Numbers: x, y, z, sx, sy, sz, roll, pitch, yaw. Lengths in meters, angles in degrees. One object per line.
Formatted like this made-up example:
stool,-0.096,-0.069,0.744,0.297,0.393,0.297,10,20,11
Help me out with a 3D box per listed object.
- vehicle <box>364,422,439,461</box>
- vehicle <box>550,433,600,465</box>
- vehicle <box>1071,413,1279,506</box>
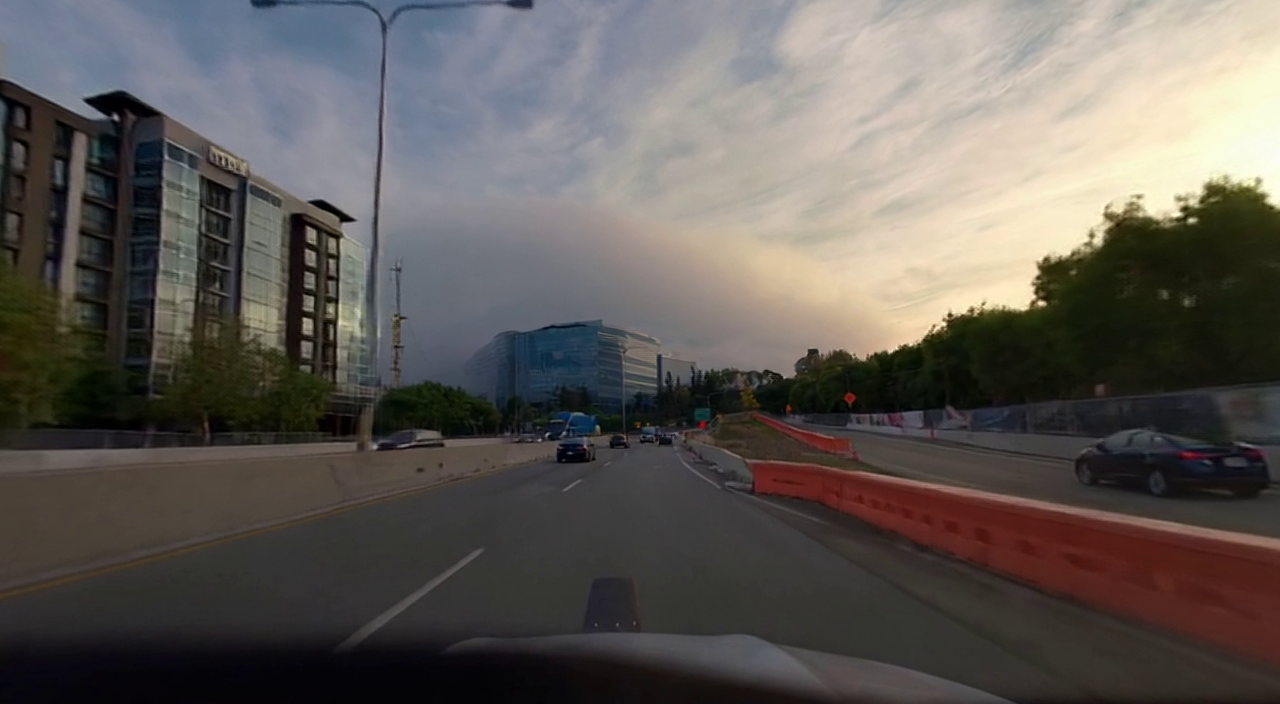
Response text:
vehicle,-13.008,4.923,34.782,2.013,1.983,4.980,0,-8,2
vehicle,-3.096,4.702,30.814,1.848,1.406,4.013,0,-8,2
vehicle,10.444,2.005,12.163,1.913,1.499,3.581,-1,-8,6
